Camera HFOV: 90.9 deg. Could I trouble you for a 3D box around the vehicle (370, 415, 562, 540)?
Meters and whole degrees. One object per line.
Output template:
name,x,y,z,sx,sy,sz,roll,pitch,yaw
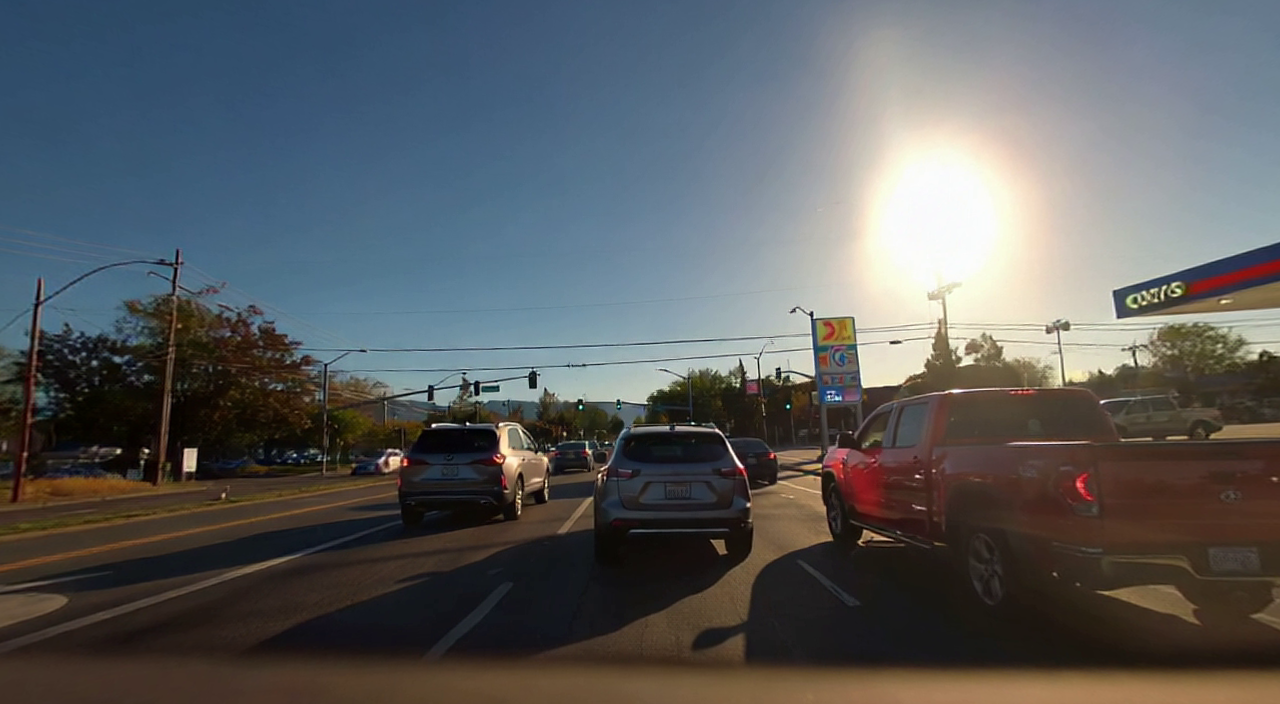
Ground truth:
vehicle,-2.711,2.076,11.037,2.019,1.731,4.299,0,-8,1

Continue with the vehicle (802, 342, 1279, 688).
vehicle,3.414,1.262,6.150,2.161,1.868,5.321,0,-8,-1

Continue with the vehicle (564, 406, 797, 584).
vehicle,0.368,1.645,8.021,2.181,1.650,4.083,0,-8,0
